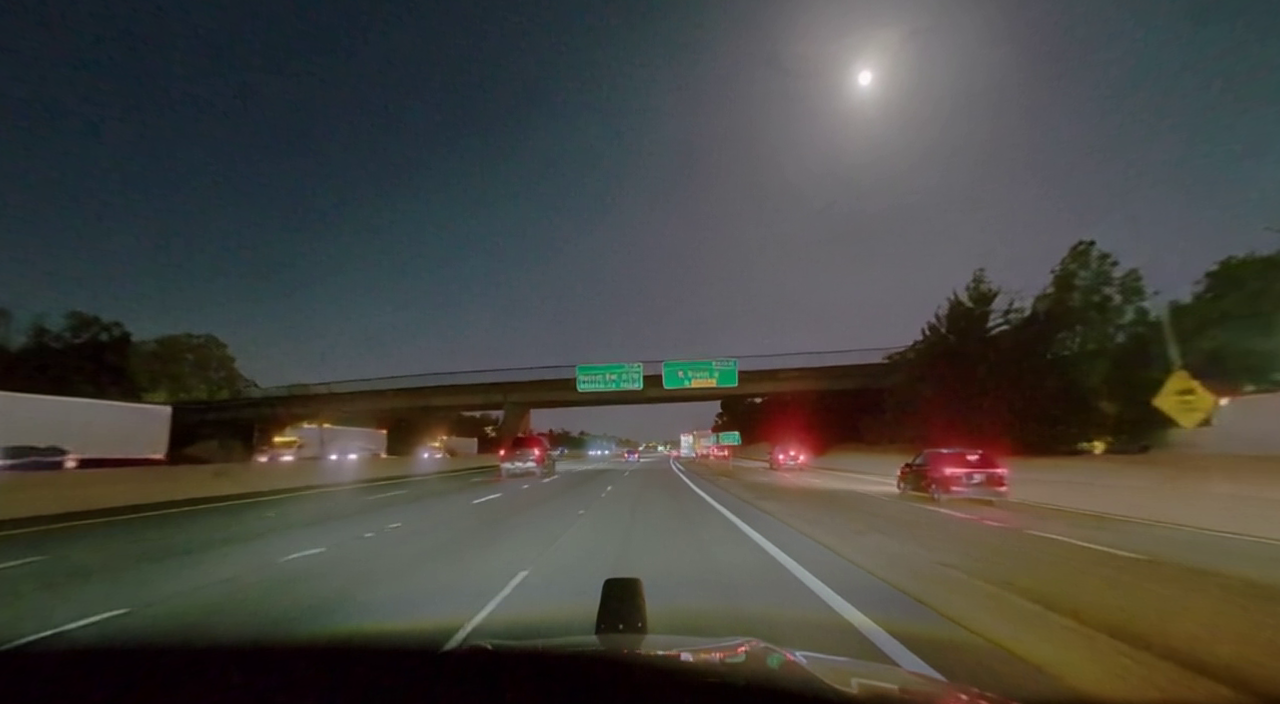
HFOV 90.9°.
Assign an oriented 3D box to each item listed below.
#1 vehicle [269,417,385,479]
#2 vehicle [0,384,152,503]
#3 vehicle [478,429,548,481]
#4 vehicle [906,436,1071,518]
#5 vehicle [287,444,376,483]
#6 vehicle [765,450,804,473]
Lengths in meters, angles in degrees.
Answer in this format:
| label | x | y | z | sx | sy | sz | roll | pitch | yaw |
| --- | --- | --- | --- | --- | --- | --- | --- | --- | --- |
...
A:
| label | x | y | z | sx | sy | sz | roll | pitch | yaw |
| --- | --- | --- | --- | --- | --- | --- | --- | --- | --- |
| vehicle | -19.442 | 6.026 | 39.882 | 3.085 | 3.485 | 7.854 | 0 | -8 | 1 |
| vehicle | -23.728 | 3.409 | 23.483 | 2.945 | 4.107 | 9.775 | 0 | -8 | 2 |
| vehicle | -6.248 | 5.157 | 31.881 | 2.264 | 2.379 | 5.248 | -1 | -8 | 2 |
| vehicle | 9.269 | 3.314 | 17.344 | 2.146 | 1.929 | 4.388 | -1 | -8 | 3 |
| vehicle | -15.882 | 5.730 | 32.819 | 2.074 | 1.862 | 4.805 | 0 | -8 | 2 |
| vehicle | 10.940 | 8.332 | 48.141 | 2.036 | 1.596 | 4.479 | 0 | -8 | 1 |
